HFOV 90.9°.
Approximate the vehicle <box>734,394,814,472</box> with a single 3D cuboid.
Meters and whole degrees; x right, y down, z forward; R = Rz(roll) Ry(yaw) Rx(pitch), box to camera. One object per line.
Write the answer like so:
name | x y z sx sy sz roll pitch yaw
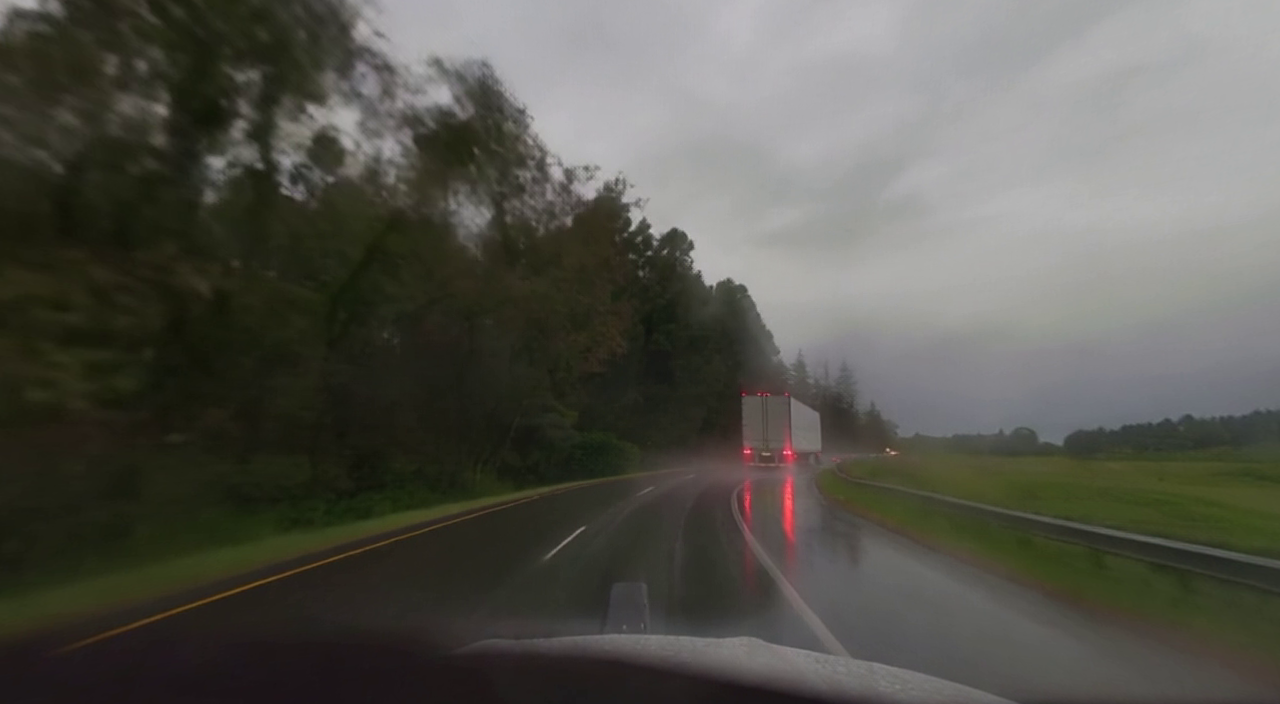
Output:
vehicle | 9.052 5.442 40.847 3.087 4.178 13.682 -3 -9 20
